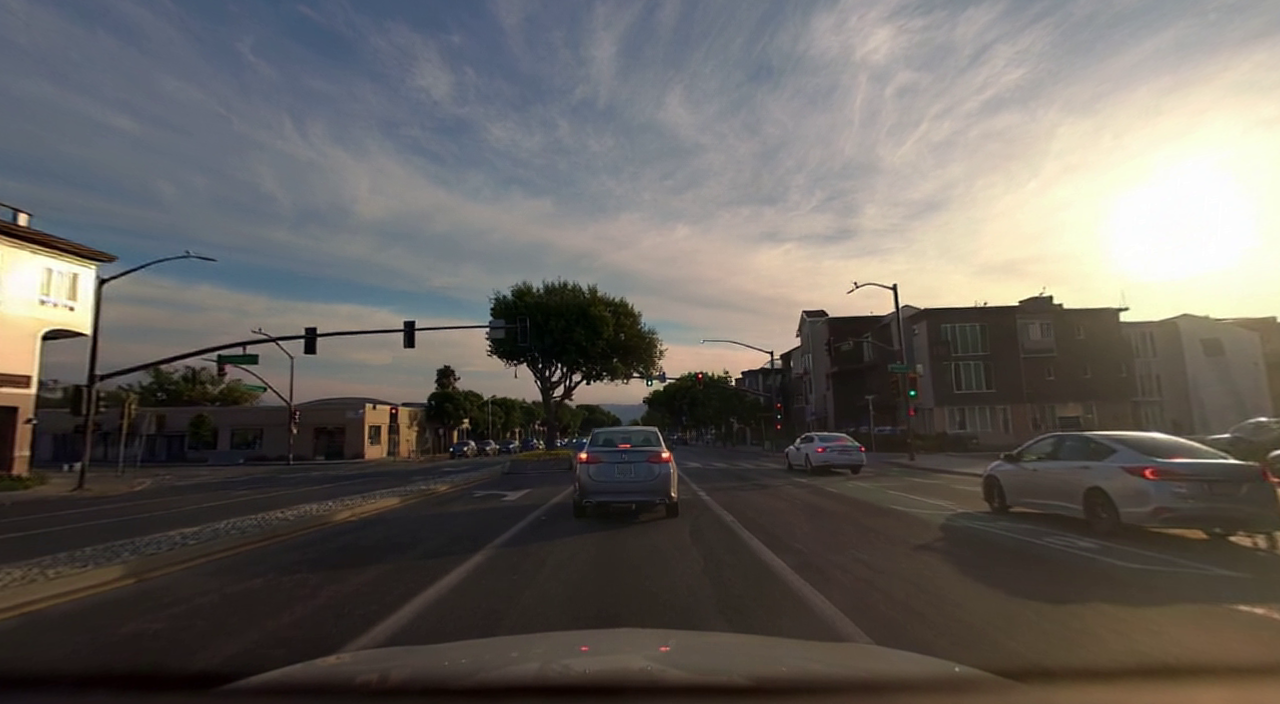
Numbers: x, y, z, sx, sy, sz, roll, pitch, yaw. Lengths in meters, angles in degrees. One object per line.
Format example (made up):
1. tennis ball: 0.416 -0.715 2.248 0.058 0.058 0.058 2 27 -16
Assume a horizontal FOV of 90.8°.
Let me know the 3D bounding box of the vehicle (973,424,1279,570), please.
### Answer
1. vehicle: 6.447 1.736 8.355 1.768 1.417 4.213 0 -9 0

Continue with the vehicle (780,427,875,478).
1. vehicle: 6.474 3.549 22.383 1.963 1.611 4.359 0 -9 -1

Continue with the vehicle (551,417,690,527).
1. vehicle: -0.303 2.060 11.304 2.032 1.593 3.896 0 -9 0
